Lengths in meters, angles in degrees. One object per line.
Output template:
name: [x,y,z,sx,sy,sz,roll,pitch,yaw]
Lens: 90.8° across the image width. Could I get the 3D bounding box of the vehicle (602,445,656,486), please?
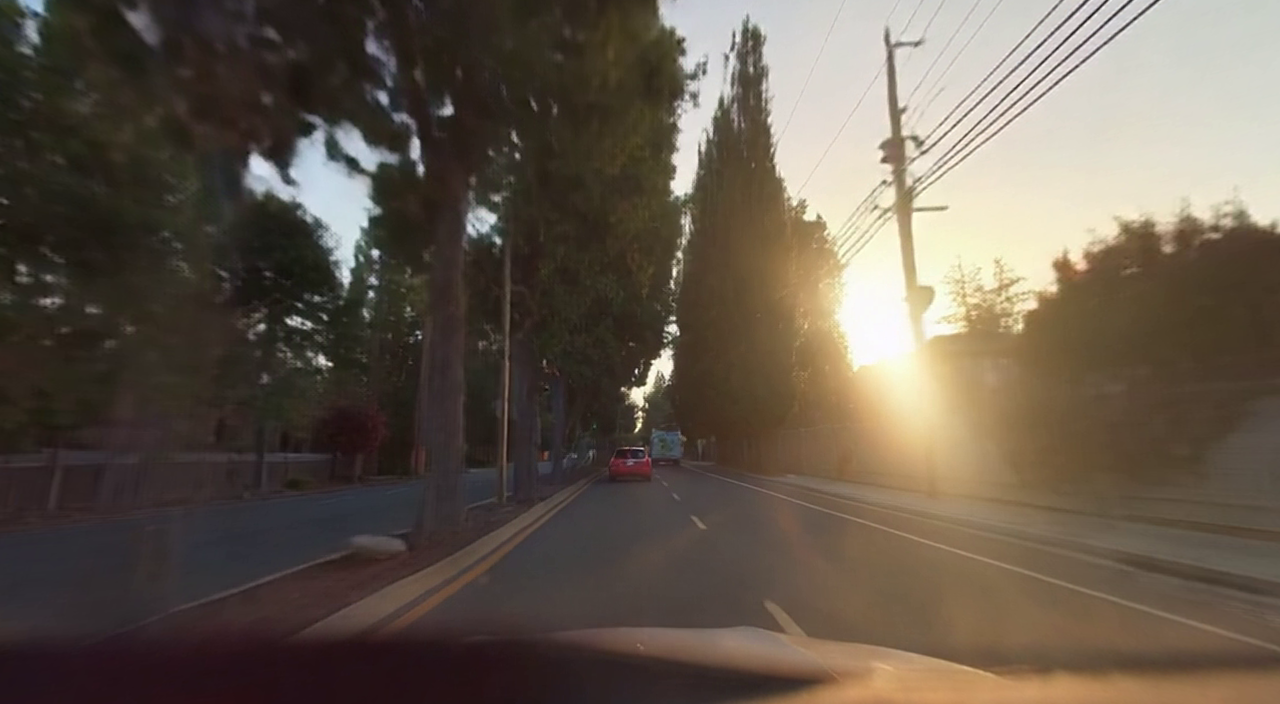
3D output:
vehicle: [-0.411,4.592,25.833,2.018,1.511,3.993,0,-9,0]
